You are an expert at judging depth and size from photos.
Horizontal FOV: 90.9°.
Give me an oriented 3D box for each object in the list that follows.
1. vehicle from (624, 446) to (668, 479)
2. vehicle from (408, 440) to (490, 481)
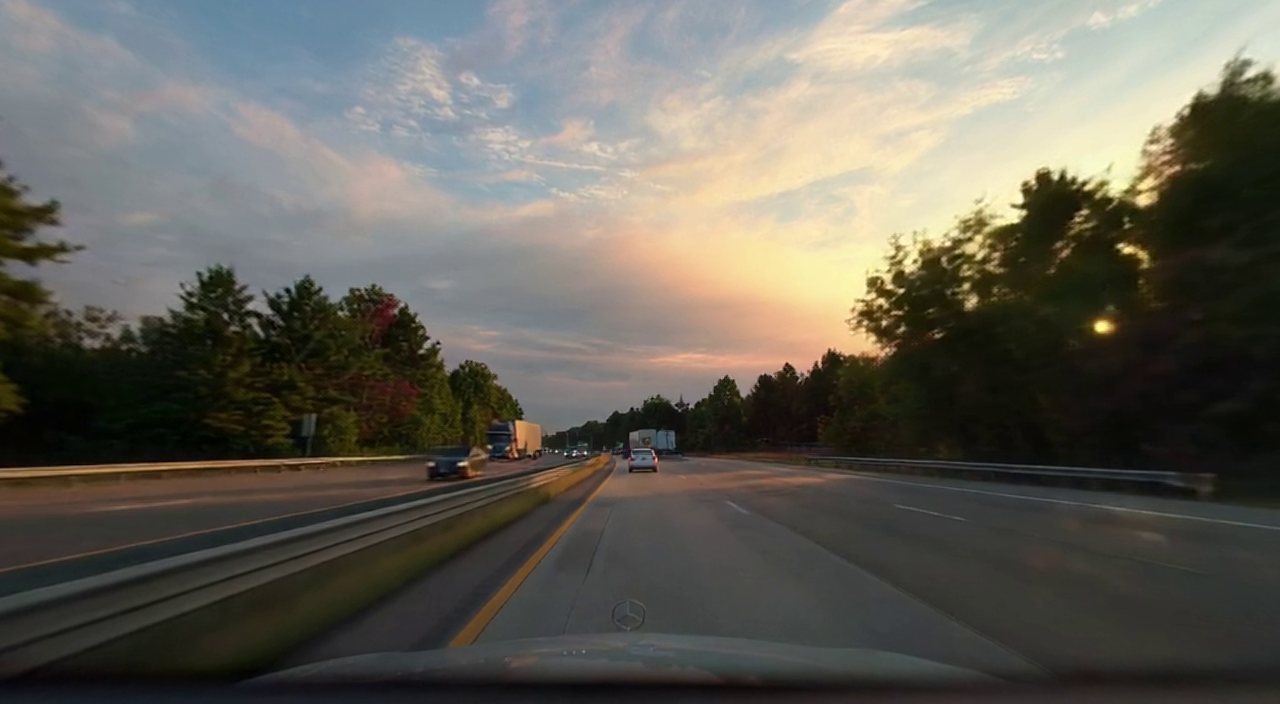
[{"bbox_3d":[0.233,5.443,31.384,2.069,1.523,4.012,0,-9,-2],"label":"vehicle"},{"bbox_3d":[-7.534,4.340,25.364,1.978,1.485,4.330,0,-9,0],"label":"vehicle"}]
